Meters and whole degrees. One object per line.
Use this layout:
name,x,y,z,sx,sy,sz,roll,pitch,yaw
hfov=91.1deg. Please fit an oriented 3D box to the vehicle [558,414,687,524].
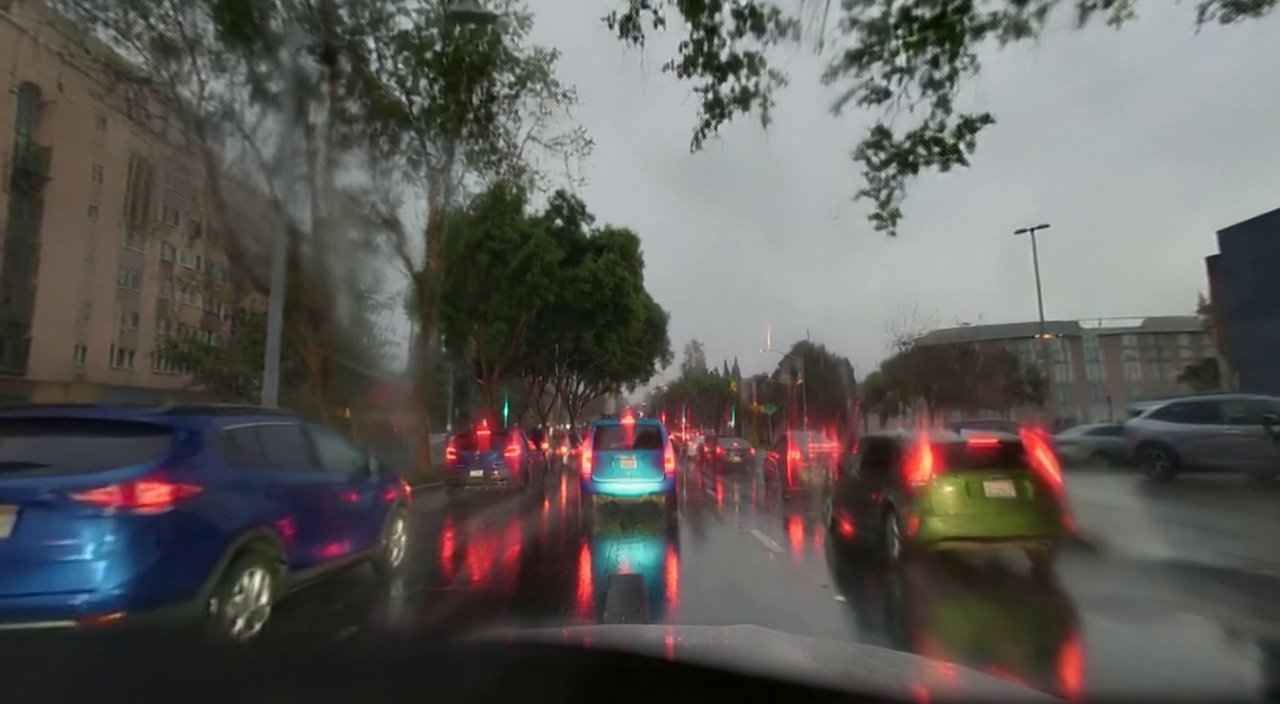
vehicle,-0.238,2.142,11.964,2.022,1.700,4.084,0,-8,1

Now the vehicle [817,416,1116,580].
vehicle,3.701,1.690,8.052,1.847,1.554,3.885,0,-8,2

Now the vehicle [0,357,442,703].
vehicle,-3.427,1.186,5.221,2.047,1.710,4.314,0,-8,1

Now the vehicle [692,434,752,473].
vehicle,3.367,4.258,26.481,1.948,1.475,4.093,0,-8,0

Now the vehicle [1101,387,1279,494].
vehicle,12.523,1.762,12.524,4.991,1.978,2.090,-8,-11,43

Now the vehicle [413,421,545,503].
vehicle,-3.714,2.634,15.403,2.012,1.701,4.316,0,-8,1
